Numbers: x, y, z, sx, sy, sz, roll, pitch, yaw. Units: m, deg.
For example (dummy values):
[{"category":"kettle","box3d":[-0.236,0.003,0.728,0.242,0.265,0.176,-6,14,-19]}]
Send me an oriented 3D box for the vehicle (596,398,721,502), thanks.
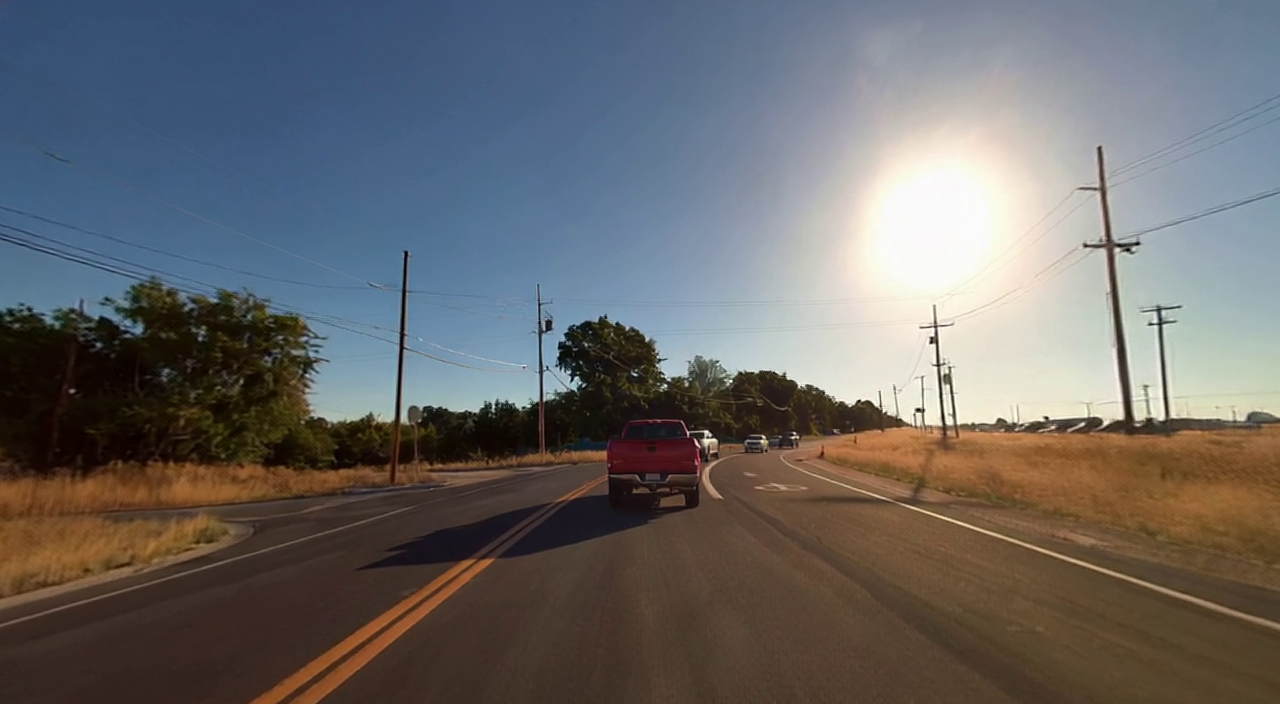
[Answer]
[{"category":"vehicle","box3d":[0.539,2.569,16.735,2.693,2.223,5.885,-1,-8,3]}]
